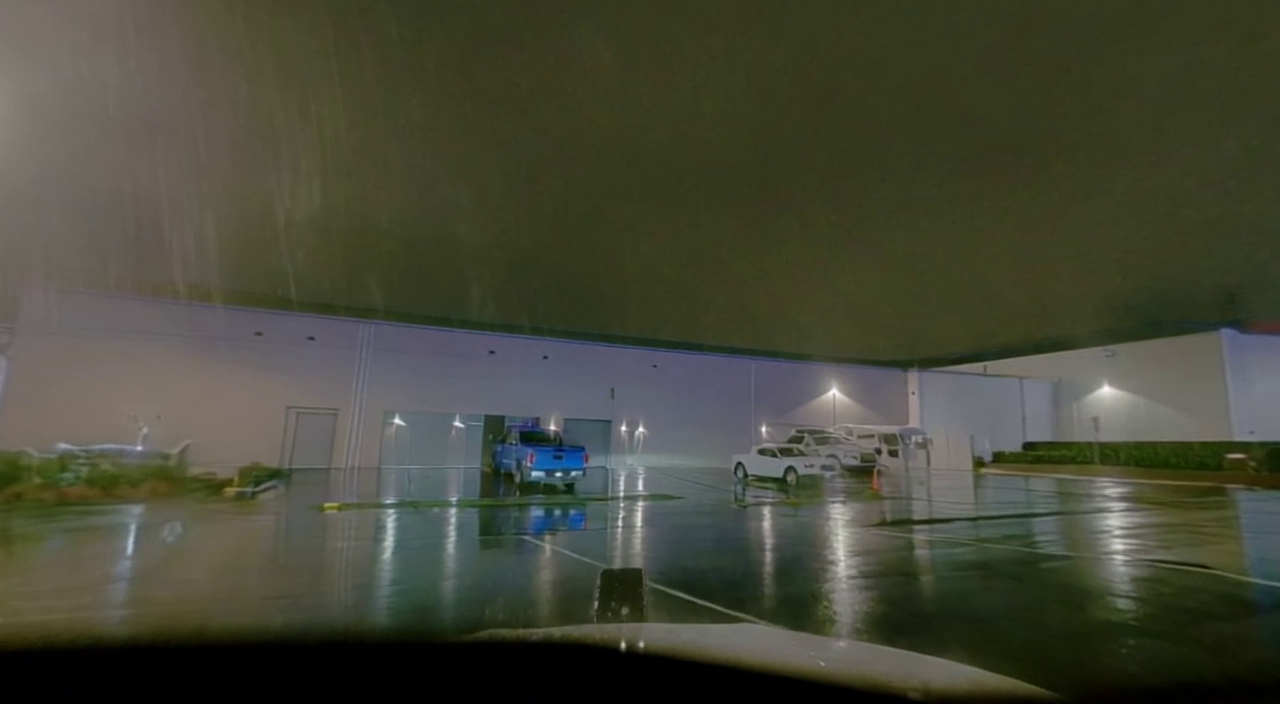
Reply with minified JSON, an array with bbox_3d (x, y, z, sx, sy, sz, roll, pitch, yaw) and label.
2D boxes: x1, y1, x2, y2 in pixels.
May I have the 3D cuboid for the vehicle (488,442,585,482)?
[{"bbox_3d":[-5.990,6.309,36.458,5.207,2.103,1.997,3,-9,-20],"label":"vehicle"}]

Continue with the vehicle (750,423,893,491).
[{"bbox_3d":[8.710,5.070,30.363,6.271,3.004,2.298,4,-11,-19],"label":"vehicle"}]
